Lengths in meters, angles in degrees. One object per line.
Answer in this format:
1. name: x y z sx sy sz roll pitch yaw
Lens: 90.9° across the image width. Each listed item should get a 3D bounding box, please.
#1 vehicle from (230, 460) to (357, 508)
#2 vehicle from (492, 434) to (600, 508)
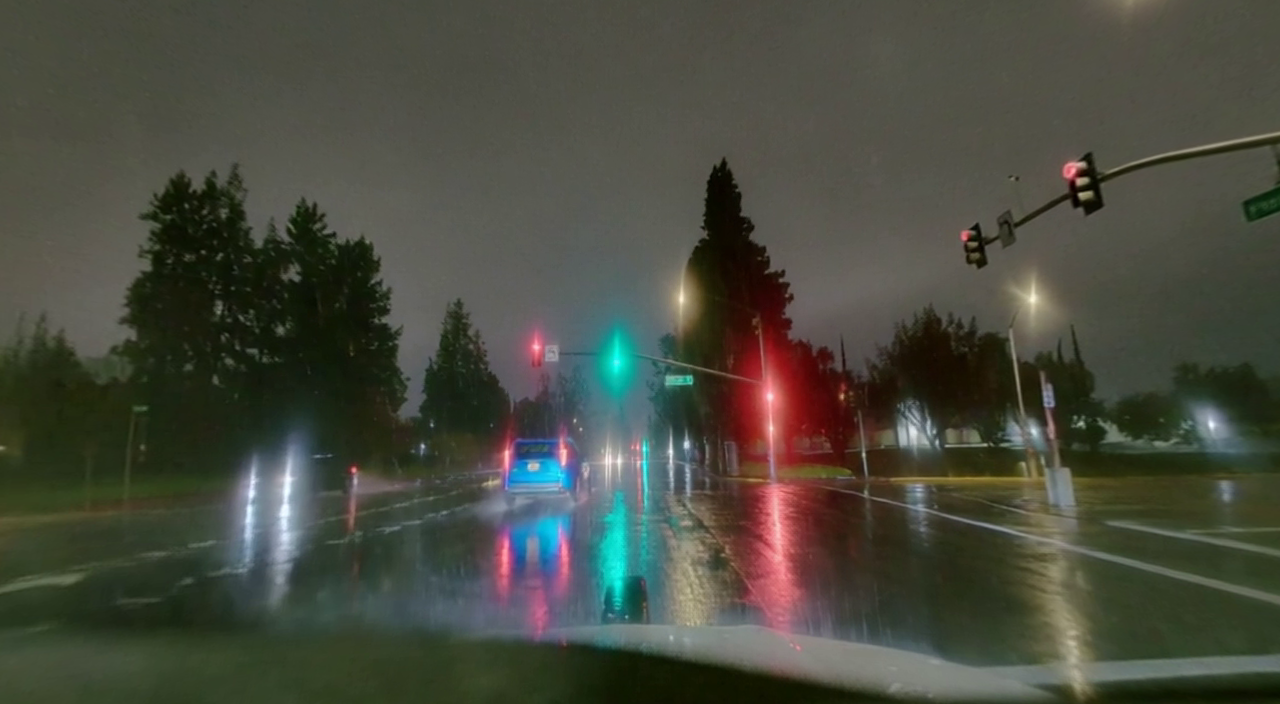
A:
1. vehicle: -12.264 4.671 22.697 1.980 1.452 4.318 -1 -8 2
2. vehicle: -2.439 3.234 17.660 2.123 1.799 4.425 -1 -8 3
